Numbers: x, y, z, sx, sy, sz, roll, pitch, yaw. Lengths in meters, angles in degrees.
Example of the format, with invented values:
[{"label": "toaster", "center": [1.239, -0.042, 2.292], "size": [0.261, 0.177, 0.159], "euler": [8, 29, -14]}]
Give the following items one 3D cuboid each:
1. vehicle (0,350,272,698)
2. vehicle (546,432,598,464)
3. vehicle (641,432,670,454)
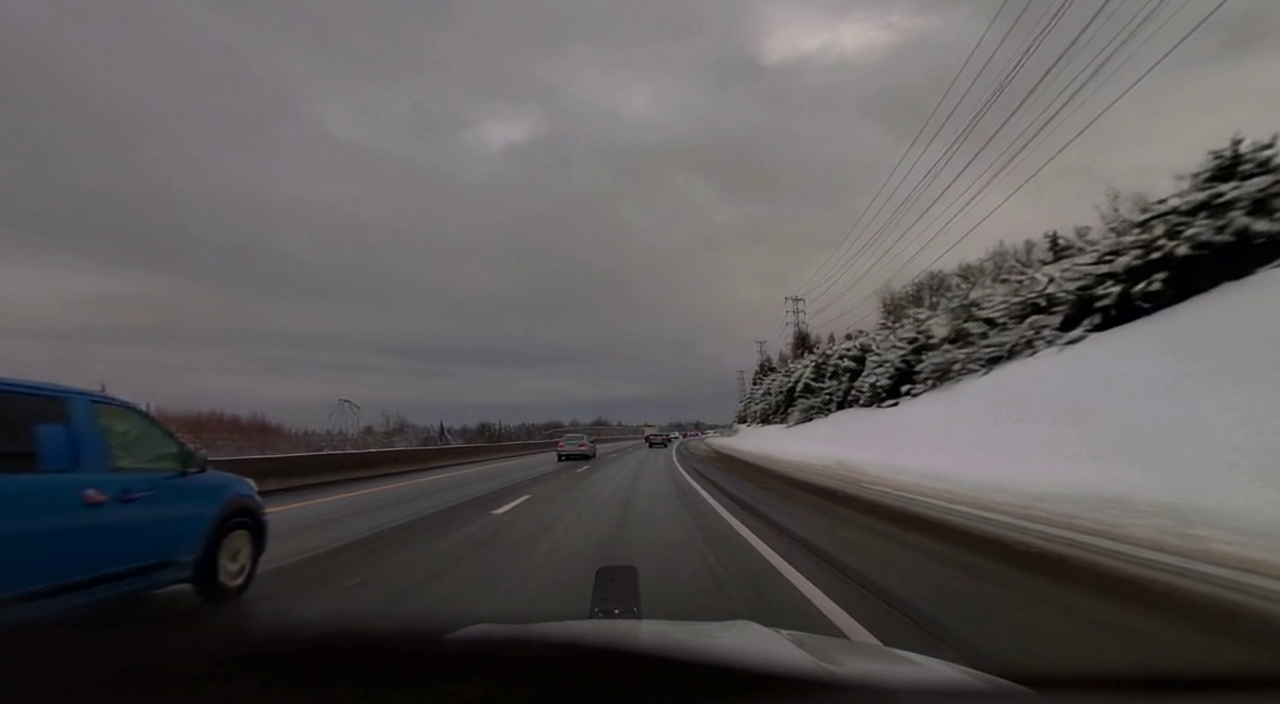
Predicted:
[{"label": "vehicle", "center": [-4.193, 0.856, 3.165], "size": [2.072, 1.706, 4.260], "euler": [0, -8, 0]}, {"label": "vehicle", "center": [-3.392, 4.852, 32.119], "size": [2.030, 1.522, 4.250], "euler": [0, -8, 2]}, {"label": "vehicle", "center": [1.224, 6.851, 47.519], "size": [2.077, 1.523, 4.206], "euler": [0, -8, 3]}]
